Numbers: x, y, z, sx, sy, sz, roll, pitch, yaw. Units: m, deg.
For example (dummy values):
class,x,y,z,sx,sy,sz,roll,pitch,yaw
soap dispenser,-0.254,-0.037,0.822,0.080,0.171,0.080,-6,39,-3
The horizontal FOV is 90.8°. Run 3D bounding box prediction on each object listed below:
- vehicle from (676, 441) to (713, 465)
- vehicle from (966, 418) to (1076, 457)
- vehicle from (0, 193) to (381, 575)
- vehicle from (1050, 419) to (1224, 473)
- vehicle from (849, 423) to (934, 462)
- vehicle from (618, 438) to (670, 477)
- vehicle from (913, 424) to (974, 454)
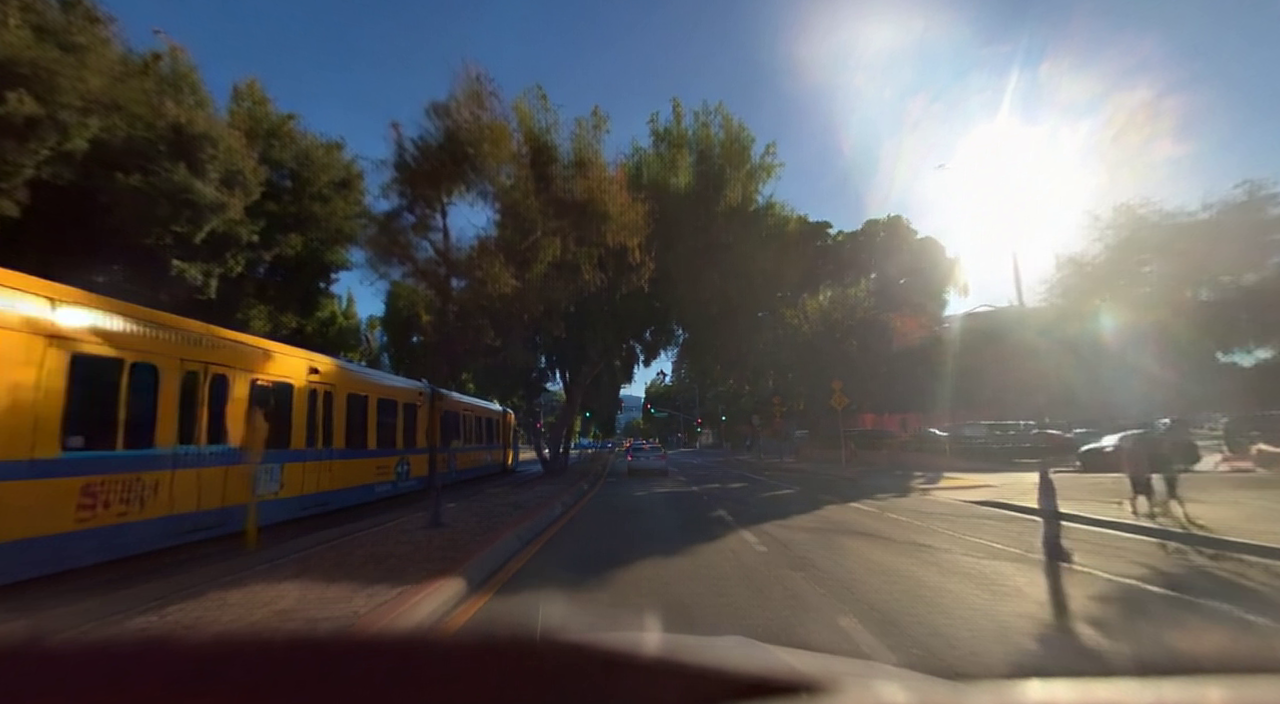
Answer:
class,x,y,z,sx,sy,sz,roll,pitch,yaw
vehicle,3.474,6.512,41.037,1.944,1.447,4.392,0,-8,0
vehicle,19.495,4.447,32.745,2.159,1.817,5.675,0,-8,0
vehicle,-7.686,0.568,8.263,2.897,3.700,13.528,0,-7,0
vehicle,15.368,2.953,19.949,1.780,1.498,4.611,0,-8,1
vehicle,13.281,4.858,33.812,2.145,1.911,5.581,0,-8,-1
vehicle,0.135,4.376,26.411,2.002,1.471,4.337,0,-8,0
vehicle,19.777,5.733,41.425,1.914,1.823,4.334,0,-8,2
